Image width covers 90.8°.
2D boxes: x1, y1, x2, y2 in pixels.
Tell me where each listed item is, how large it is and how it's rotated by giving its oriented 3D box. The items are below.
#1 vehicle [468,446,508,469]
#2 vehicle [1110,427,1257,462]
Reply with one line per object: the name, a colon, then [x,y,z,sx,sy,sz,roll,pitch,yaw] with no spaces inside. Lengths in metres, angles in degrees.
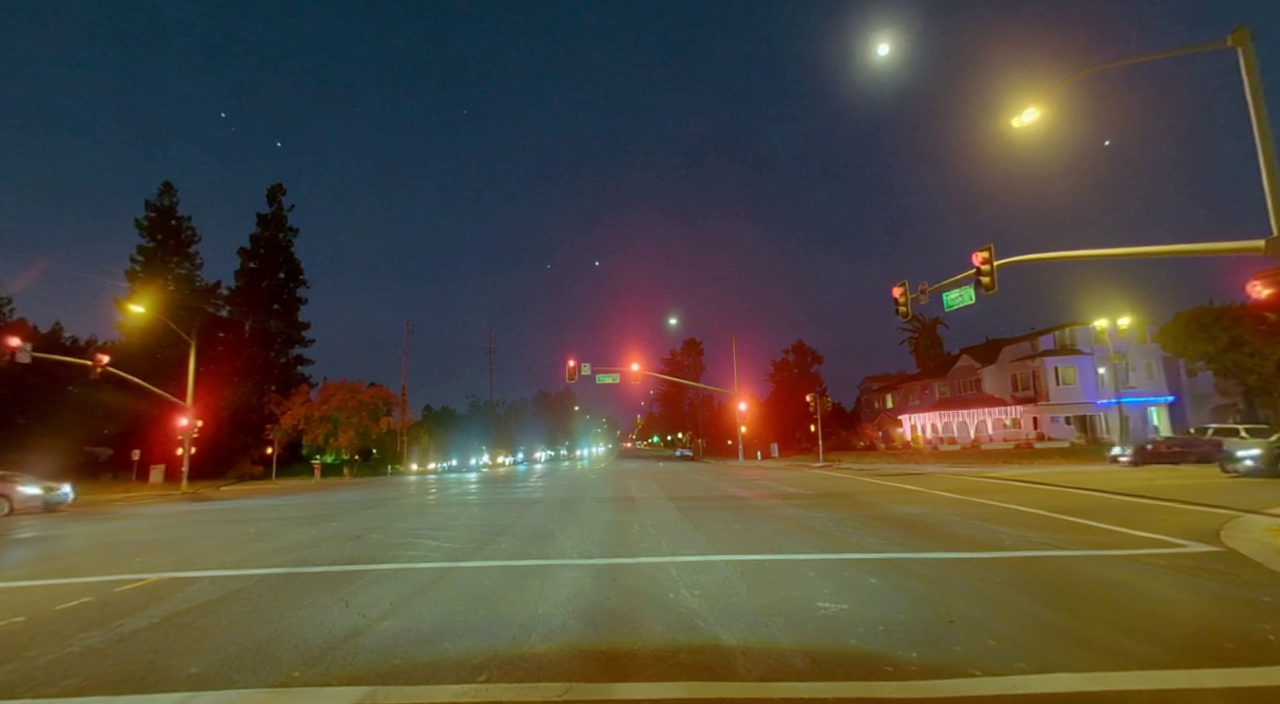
vehicle: [-10.720,7.457,44.749,1.881,1.509,3.377,0,-9,1]
vehicle: [25.471,4.367,29.788,4.873,1.539,1.932,-2,-9,8]
